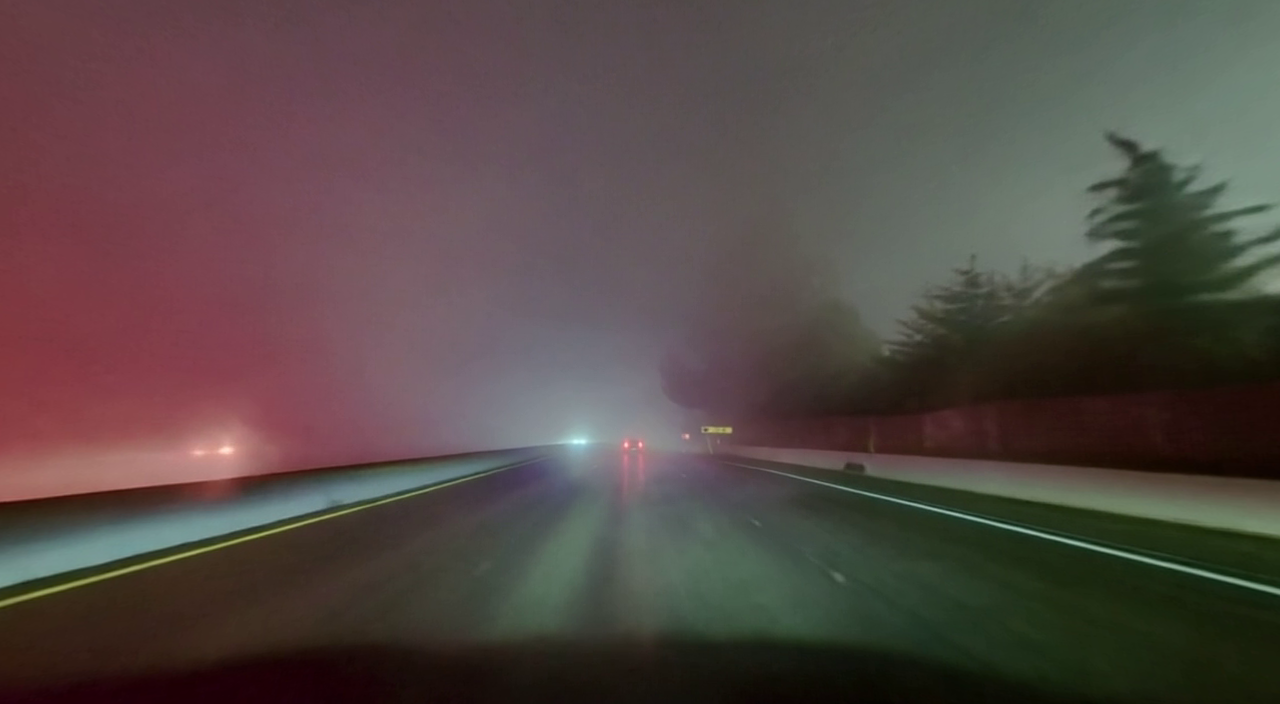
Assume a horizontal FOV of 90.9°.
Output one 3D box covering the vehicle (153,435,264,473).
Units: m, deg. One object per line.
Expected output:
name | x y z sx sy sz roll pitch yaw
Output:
vehicle | -20.567 4.845 30.355 1.954 1.638 4.797 0 -8 -1
